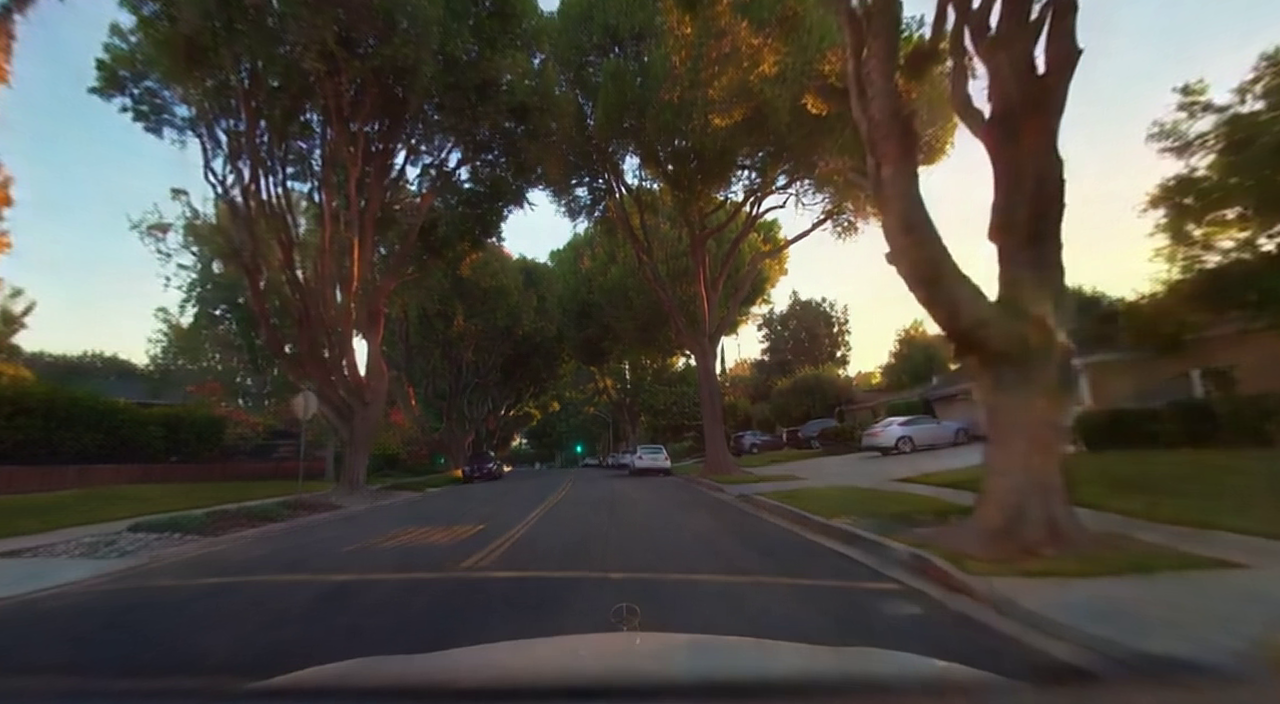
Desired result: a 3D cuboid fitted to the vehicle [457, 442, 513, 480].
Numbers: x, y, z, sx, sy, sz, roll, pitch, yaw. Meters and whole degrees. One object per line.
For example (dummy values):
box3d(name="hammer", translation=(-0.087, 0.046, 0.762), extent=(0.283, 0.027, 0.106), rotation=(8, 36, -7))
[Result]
box3d(name="vehicle", translation=(-7.851, 5.512, 32.382), extent=(2.155, 1.729, 4.799), rotation=(0, -7, -7))

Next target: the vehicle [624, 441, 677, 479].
box3d(name="vehicle", translation=(0.456, 5.642, 33.408), extent=(2.229, 1.826, 4.611), rotation=(0, -8, -7))

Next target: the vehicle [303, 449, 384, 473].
box3d(name="vehicle", translation=(-19.578, 7.207, 41.728), extent=(4.527, 1.466, 1.880), rotation=(-2, -8, 10))

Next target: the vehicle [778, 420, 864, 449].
box3d(name="vehicle", translation=(10.626, 4.907, 37.382), extent=(4.639, 1.634, 2.005), rotation=(-2, -8, 8))

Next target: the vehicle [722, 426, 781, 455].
box3d(name="vehicle", translation=(7.713, 6.106, 43.401), extent=(2.100, 1.857, 4.611), rotation=(-7, -10, 36))
